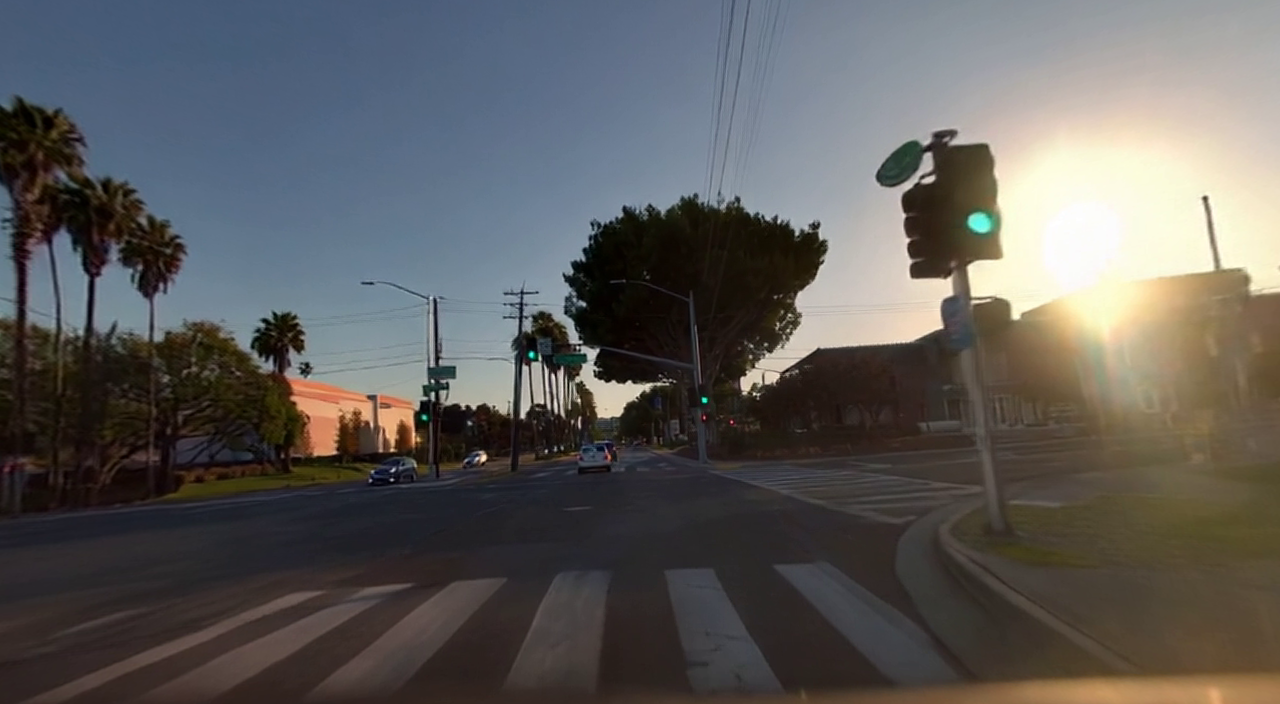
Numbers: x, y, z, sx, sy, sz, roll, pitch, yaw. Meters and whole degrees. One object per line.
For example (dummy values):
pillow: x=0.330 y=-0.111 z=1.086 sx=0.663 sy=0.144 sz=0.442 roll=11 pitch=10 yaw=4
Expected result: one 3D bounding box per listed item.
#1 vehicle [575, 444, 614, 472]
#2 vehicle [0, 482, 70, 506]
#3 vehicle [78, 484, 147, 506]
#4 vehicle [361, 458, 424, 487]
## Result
vehicle: x=-2.510 y=6.012 z=36.082 sx=2.063 sy=1.474 sz=4.334 roll=0 pitch=-8 yaw=-2
vehicle: x=-39.503 y=9.210 z=40.974 sx=3.398 sy=1.395 sz=1.633 roll=-2 pitch=-10 yaw=0
vehicle: x=-40.501 y=11.000 z=48.599 sx=3.543 sy=1.445 sz=1.912 roll=0 pitch=-8 yaw=-2
vehicle: x=-14.776 y=7.184 z=37.989 sx=1.997 sy=1.480 sz=4.715 roll=0 pitch=-9 yaw=-2
